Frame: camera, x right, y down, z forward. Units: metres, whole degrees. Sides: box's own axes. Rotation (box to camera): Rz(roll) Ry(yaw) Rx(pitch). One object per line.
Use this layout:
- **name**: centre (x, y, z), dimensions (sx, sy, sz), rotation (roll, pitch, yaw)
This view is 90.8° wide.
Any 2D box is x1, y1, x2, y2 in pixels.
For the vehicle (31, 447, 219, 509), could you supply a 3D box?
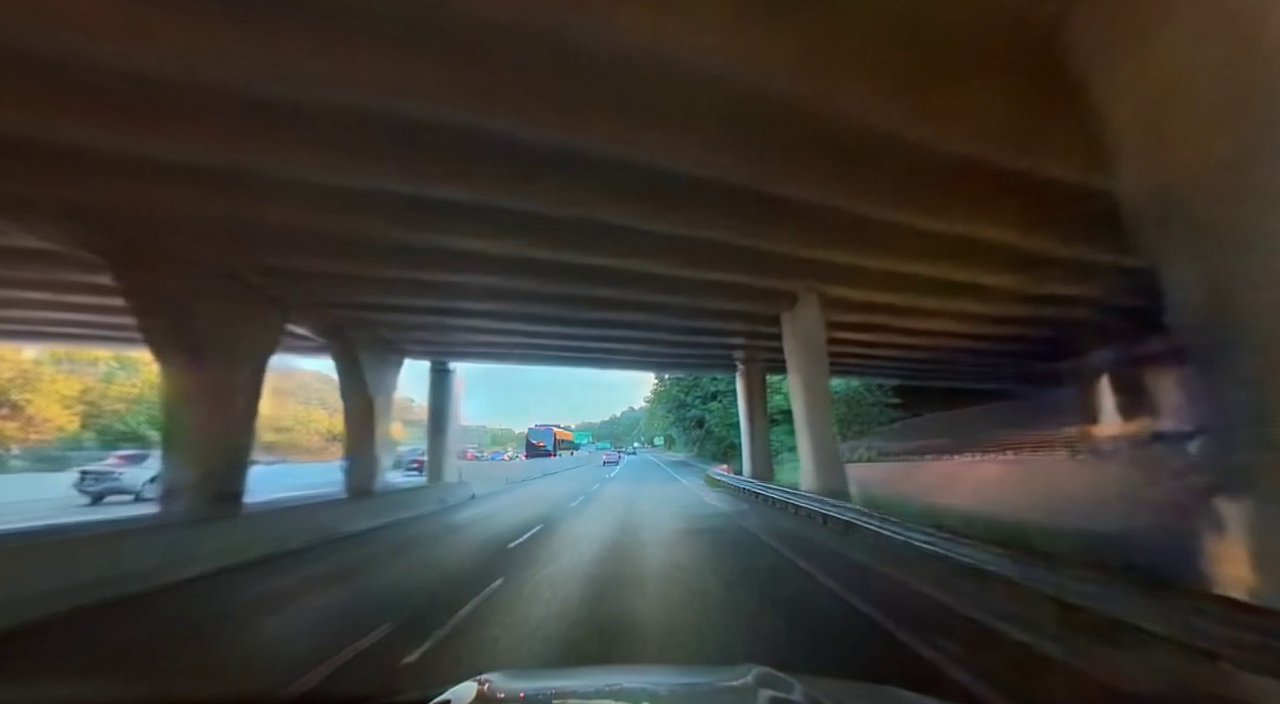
- **vehicle**: centre (-13.795, 3.340, 17.249), dimensions (1.878, 1.470, 3.825), rotation (0, -9, 0)

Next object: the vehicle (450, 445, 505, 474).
- **vehicle**: centre (-9.510, 6.310, 37.359), dimensions (1.979, 1.600, 4.516), rotation (0, -9, 1)
